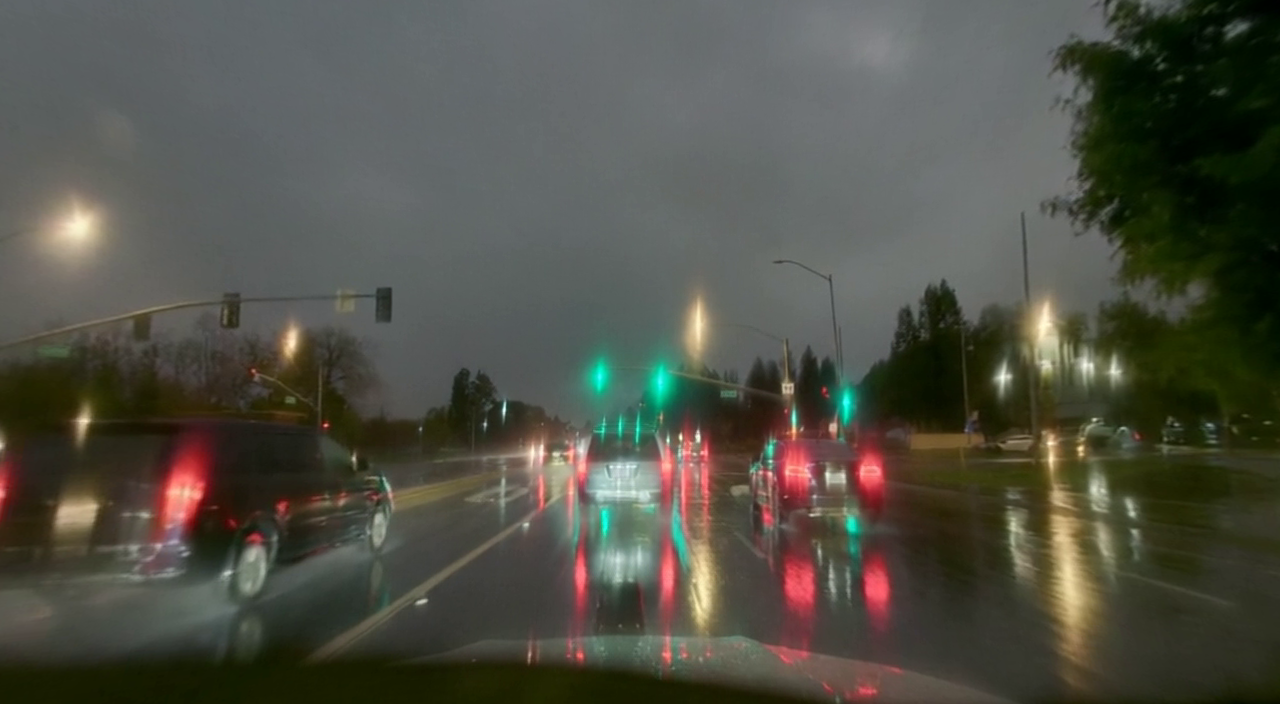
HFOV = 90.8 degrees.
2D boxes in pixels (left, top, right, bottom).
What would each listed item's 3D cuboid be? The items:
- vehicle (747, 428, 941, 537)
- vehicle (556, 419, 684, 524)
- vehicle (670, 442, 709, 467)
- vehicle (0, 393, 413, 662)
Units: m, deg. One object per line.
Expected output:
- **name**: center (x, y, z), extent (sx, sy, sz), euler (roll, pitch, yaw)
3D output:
- **vehicle**: center (3.307, 2.198, 11.246), extent (2.068, 1.541, 4.041), euler (0, -8, 0)
- **vehicle**: center (-0.354, 2.317, 12.731), extent (2.150, 1.725, 4.096), euler (0, -8, -1)
- **vehicle**: center (3.150, 6.645, 41.160), extent (2.171, 1.469, 4.420), euler (0, -8, 0)
- **vehicle**: center (-3.794, 1.354, 5.890), extent (1.823, 1.602, 4.061), euler (0, -8, 0)
